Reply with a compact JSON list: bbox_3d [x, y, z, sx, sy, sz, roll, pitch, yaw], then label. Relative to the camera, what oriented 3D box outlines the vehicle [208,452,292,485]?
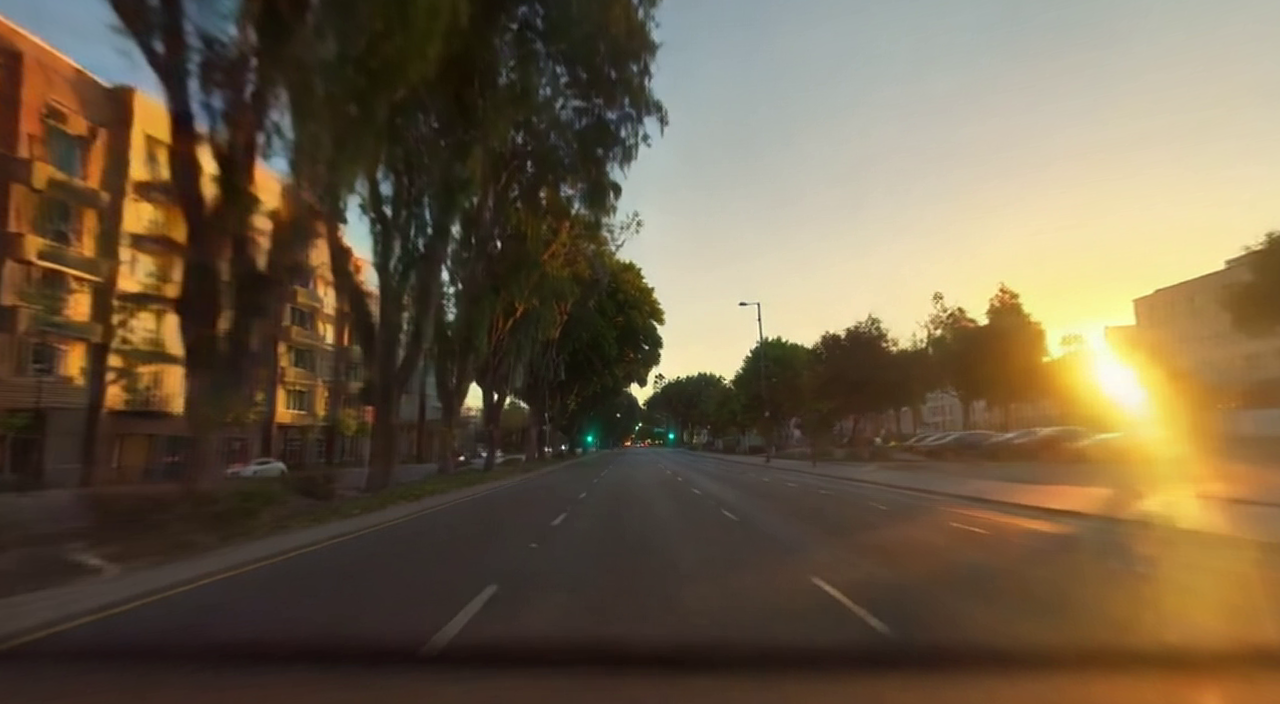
[{"bbox_3d":[-22.271,6.656,36.325,1.990,1.650,4.617,-1,-8,-1],"label":"vehicle"}]
